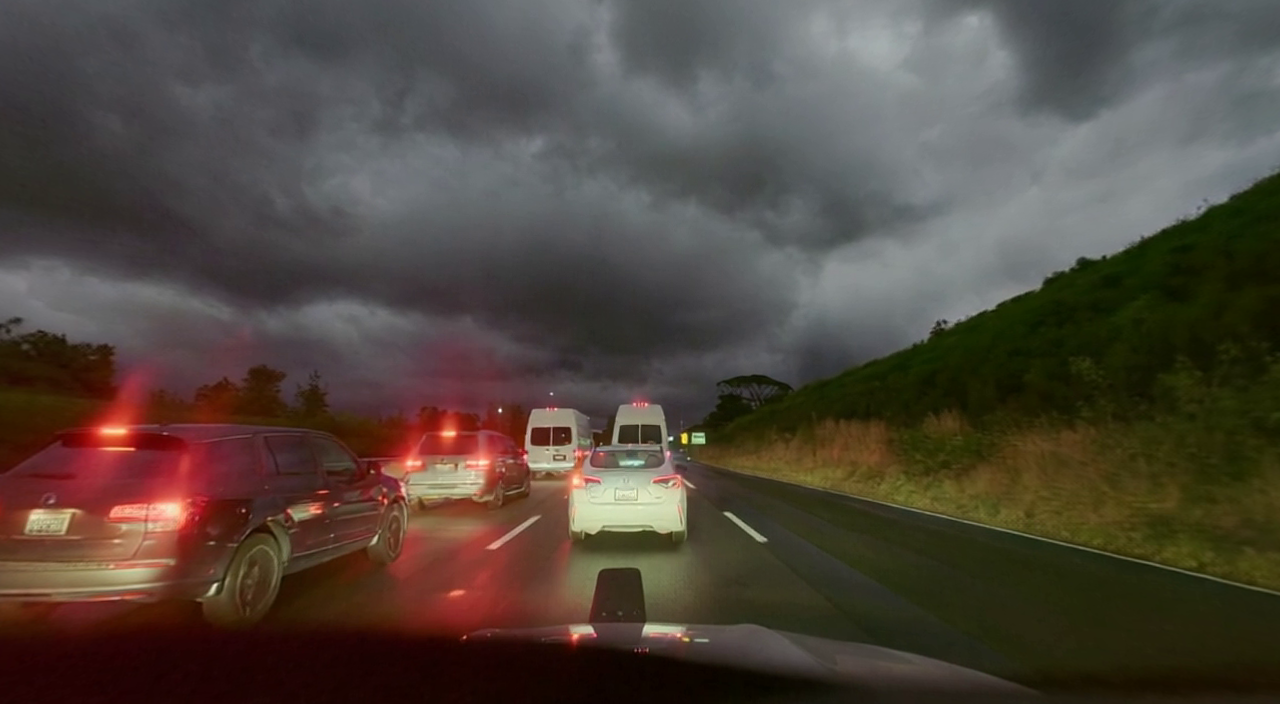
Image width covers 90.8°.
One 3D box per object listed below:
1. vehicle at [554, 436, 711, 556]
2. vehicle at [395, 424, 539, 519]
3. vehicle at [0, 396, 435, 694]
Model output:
[{"bbox_3d":[-0.101,2.098,9.762,1.995,1.495,3.380,0,-9,0],"label":"vehicle"},{"bbox_3d":[-3.928,2.825,15.333,2.055,1.913,4.584,-1,-9,2],"label":"vehicle"},{"bbox_3d":[-3.676,1.430,5.838,2.029,1.656,4.437,-1,-9,0],"label":"vehicle"}]
